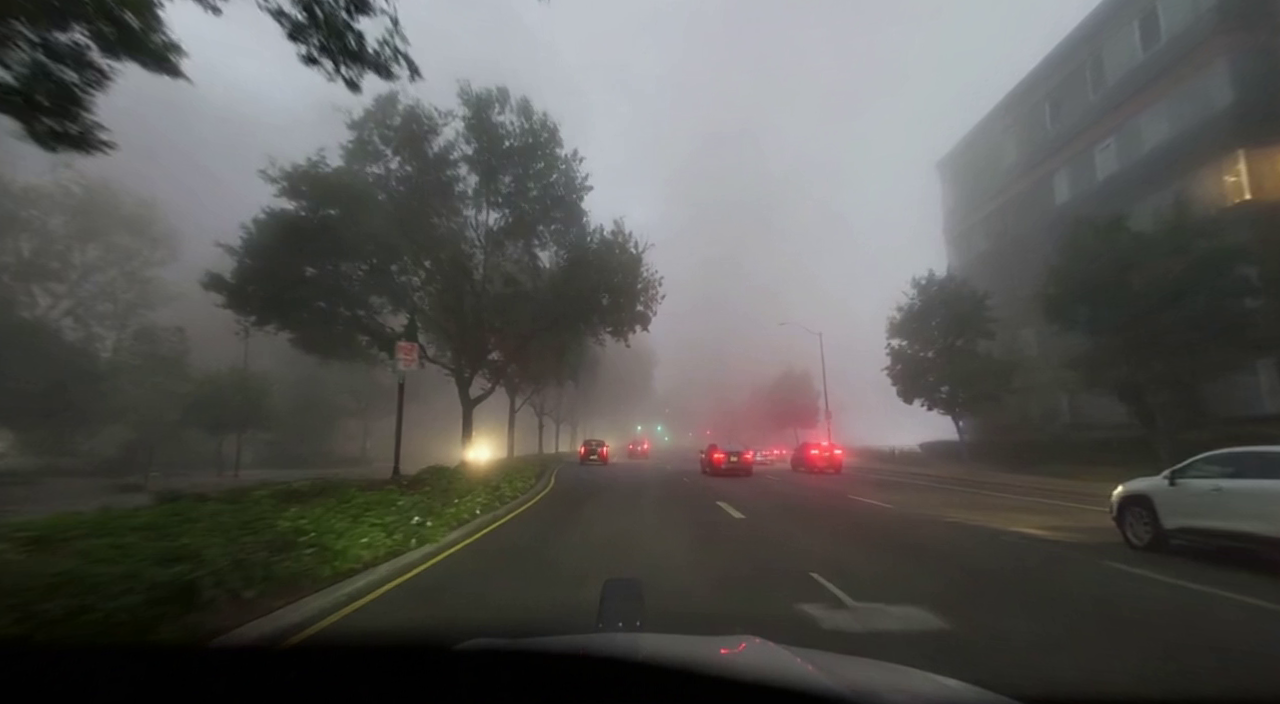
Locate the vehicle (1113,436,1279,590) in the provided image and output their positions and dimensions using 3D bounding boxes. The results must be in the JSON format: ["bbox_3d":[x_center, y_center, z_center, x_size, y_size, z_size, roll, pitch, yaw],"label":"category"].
[{"bbox_3d":[6.972,1.494,5.813,1.830,1.443,4.351,0,-8,-1],"label":"vehicle"}]

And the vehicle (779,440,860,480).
[{"bbox_3d":[7.386,4.461,26.464,1.944,1.503,4.723,0,-8,-1],"label":"vehicle"}]

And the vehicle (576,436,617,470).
[{"bbox_3d":[-2.426,5.629,35.391,2.155,1.797,3.989,0,-9,-4],"label":"vehicle"}]

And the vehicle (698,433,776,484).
[{"bbox_3d":[3.632,4.078,24.511,2.152,1.742,4.704,0,-8,-1],"label":"vehicle"}]
